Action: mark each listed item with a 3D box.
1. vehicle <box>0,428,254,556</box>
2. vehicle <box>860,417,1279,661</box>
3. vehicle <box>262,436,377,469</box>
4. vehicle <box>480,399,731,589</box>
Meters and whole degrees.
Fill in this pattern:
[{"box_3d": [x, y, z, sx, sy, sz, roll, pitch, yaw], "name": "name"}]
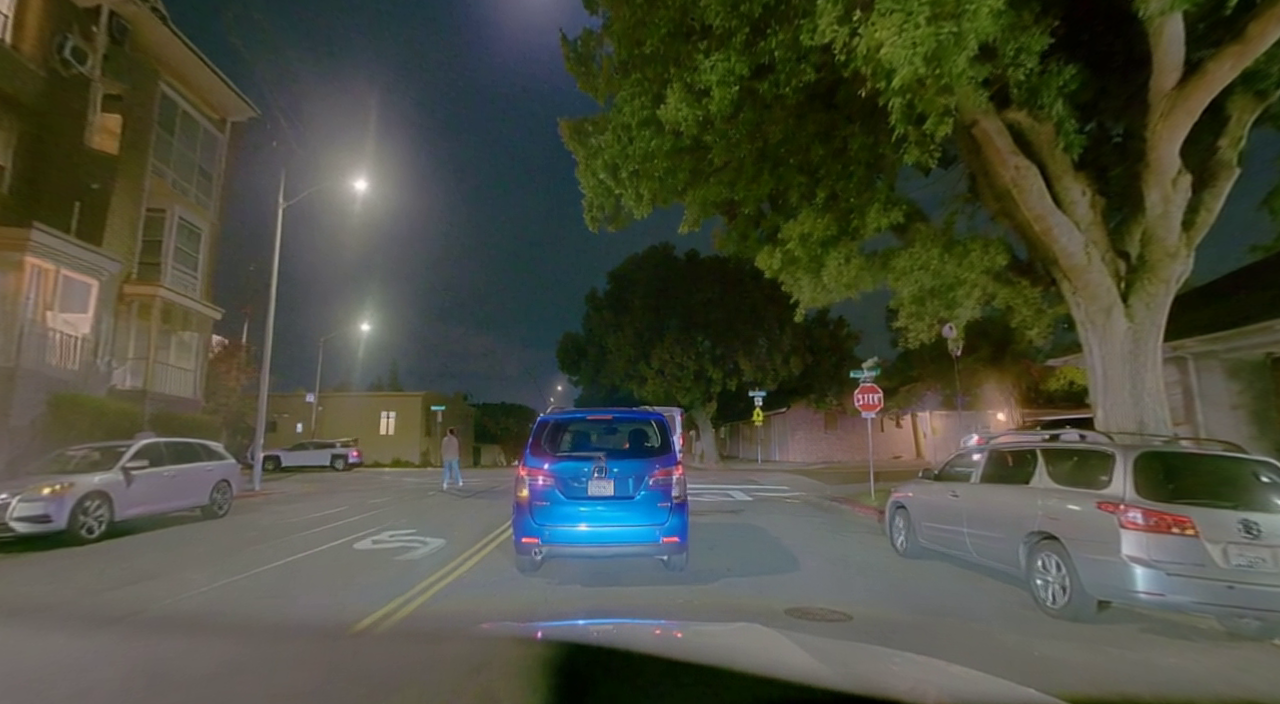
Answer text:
[{"box_3d": [-8.284, 2.006, 9.853, 1.825, 1.532, 4.083, -3, -7, 2], "name": "vehicle"}, {"box_3d": [4.224, 1.666, 6.707, 1.959, 1.581, 4.731, 4, -9, -2], "name": "vehicle"}, {"box_3d": [-15.012, 4.720, 29.651, 4.387, 1.495, 1.811, 1, -8, -3], "name": "vehicle"}, {"box_3d": [-0.355, 1.698, 8.392, 2.377, 1.787, 4.652, 0, -8, -1], "name": "vehicle"}]
